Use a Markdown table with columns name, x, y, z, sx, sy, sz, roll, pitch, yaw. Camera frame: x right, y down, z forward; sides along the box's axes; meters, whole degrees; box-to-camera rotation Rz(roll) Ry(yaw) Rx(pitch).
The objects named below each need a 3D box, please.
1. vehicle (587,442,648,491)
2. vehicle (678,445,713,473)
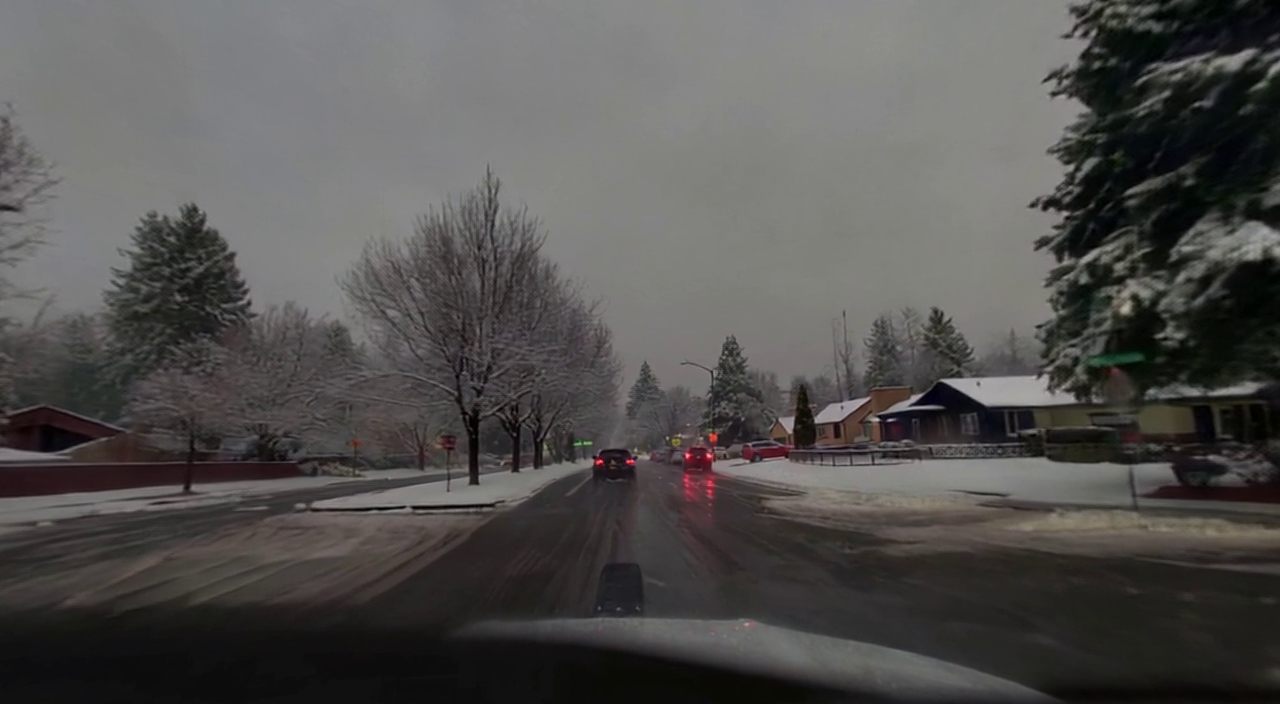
| name | x | y | z | sx | sy | sz | roll | pitch | yaw |
| --- | --- | --- | --- | --- | --- | --- | --- | --- | --- |
| vehicle | -0.814 | 4.219 | 23.640 | 2.106 | 1.655 | 3.717 | 0 | -8 | -1 |
| vehicle | 3.729 | 7.205 | 42.953 | 2.045 | 1.776 | 4.851 | 0 | -8 | 1 |
